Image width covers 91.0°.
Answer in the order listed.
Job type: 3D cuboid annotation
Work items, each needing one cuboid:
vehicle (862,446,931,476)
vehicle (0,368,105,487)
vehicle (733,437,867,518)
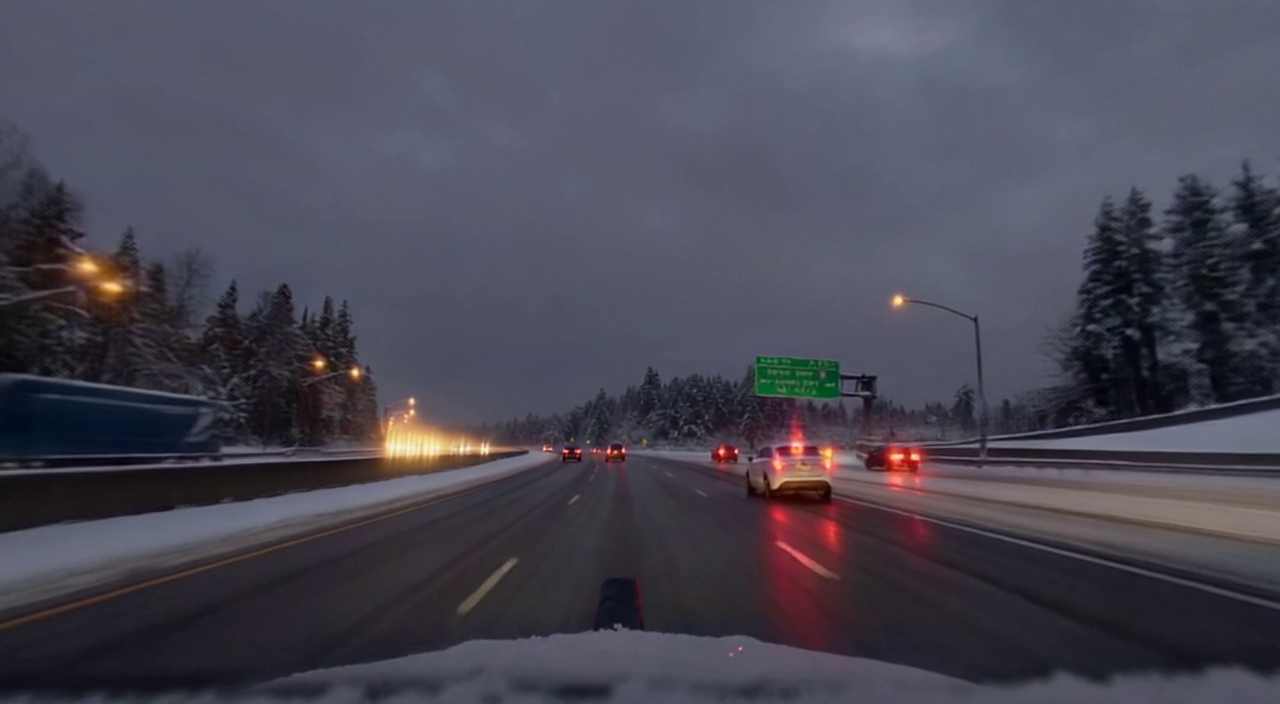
[{"bbox_3d":[13.415,5.709,33.284,1.878,1.486,4.636,0,-9,2],"label":"vehicle"},{"bbox_3d":[-23.862,2.813,23.103,2.931,4.092,6.128,1,-9,-3],"label":"vehicle"},{"bbox_3d":[3.429,2.766,14.315,1.975,1.562,3.823,0,-9,-1],"label":"vehicle"}]
